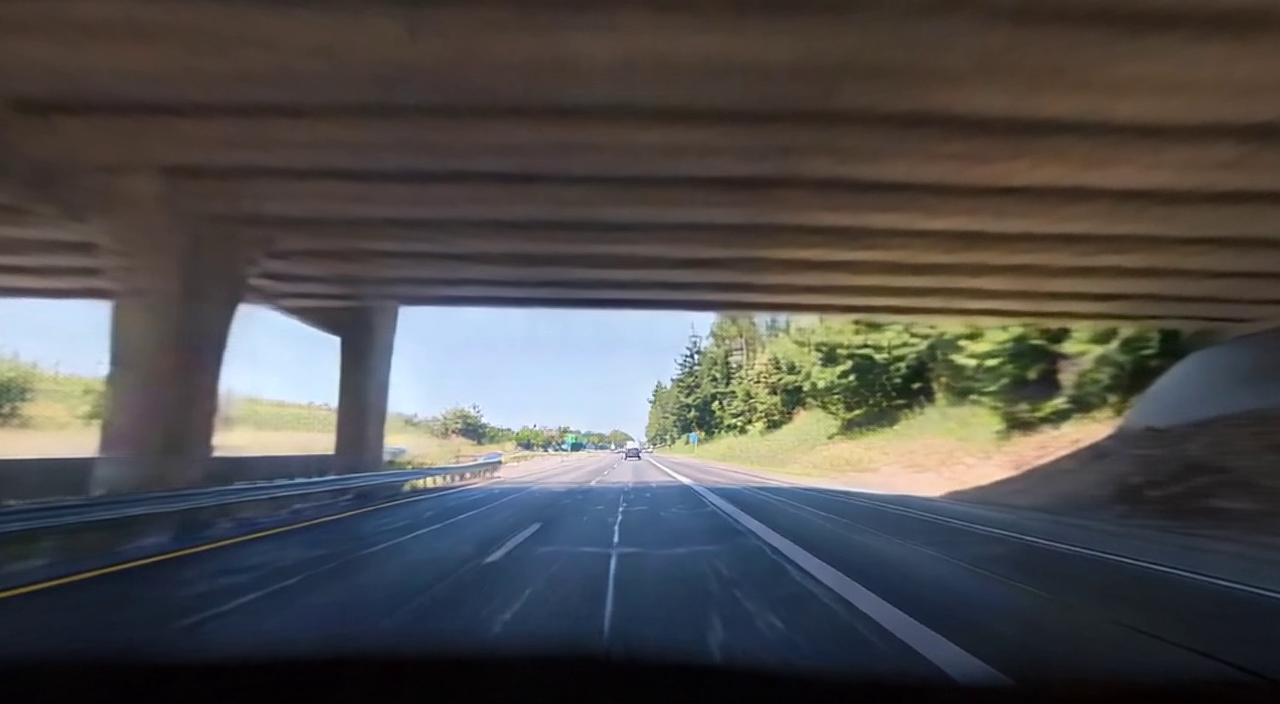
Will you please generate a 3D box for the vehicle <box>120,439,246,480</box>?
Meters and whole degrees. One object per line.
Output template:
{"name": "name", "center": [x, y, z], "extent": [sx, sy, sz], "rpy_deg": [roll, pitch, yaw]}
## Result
{"name": "vehicle", "center": [-19.217, 4.536, 26.840], "extent": [1.914, 1.558, 4.671], "rpy_deg": [0, -9, -1]}
